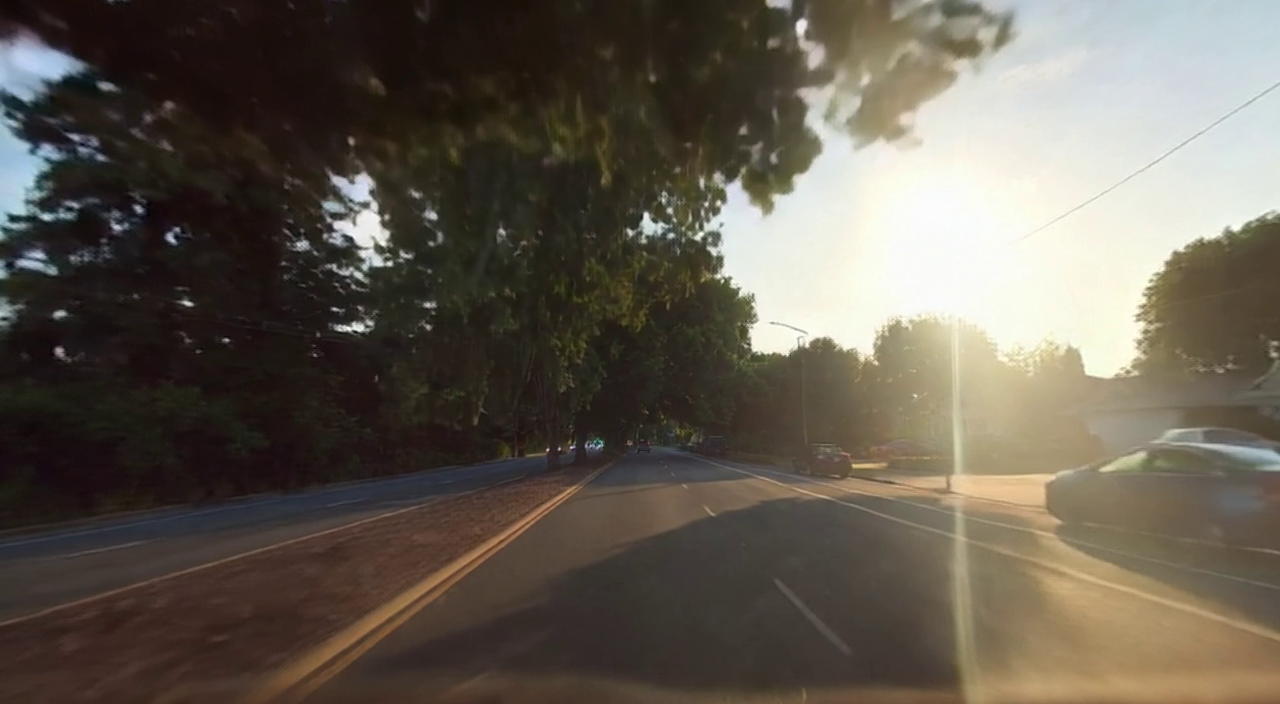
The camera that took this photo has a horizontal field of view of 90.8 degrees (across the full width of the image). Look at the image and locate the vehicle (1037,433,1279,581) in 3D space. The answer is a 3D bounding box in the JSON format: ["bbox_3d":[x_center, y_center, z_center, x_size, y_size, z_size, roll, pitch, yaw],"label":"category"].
[{"bbox_3d":[7.428,1.780,7.890,2.010,1.469,4.548,0,-8,1],"label":"vehicle"}]

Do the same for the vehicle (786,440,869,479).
[{"bbox_3d":[7.628,4.426,26.244,1.967,1.449,4.645,0,-8,0],"label":"vehicle"}]
